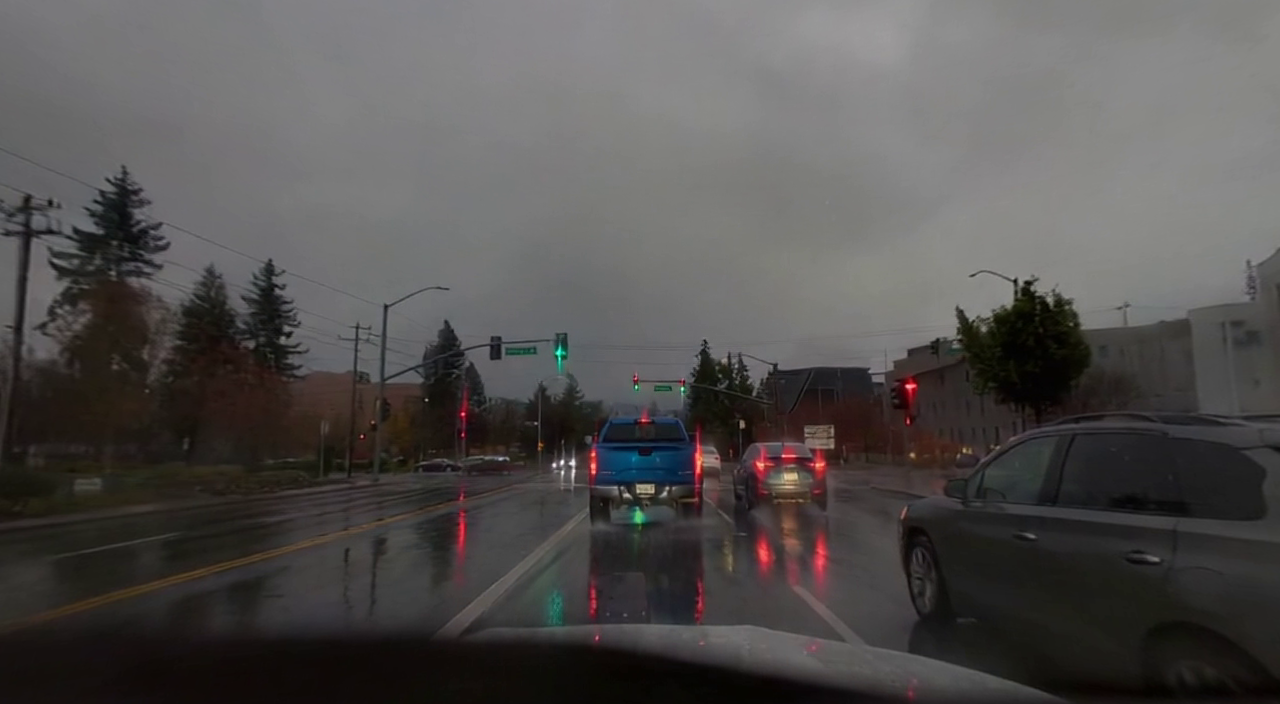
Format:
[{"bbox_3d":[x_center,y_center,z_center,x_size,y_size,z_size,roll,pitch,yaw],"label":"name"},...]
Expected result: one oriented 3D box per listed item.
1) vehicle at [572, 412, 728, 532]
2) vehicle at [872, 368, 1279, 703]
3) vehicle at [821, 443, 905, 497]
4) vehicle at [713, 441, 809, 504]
[{"bbox_3d":[0.149,2.440,13.461,2.636,2.011,5.425,0,-8,0],"label":"vehicle"},{"bbox_3d":[3.280,1.064,3.288,2.155,1.667,5.162,0,-8,0],"label":"vehicle"},{"bbox_3d":[8.176,4.319,23.595,2.080,1.805,4.490,-1,-9,8],"label":"vehicle"},{"bbox_3d":[3.434,3.510,18.822,1.957,1.646,4.355,0,-8,0],"label":"vehicle"}]
